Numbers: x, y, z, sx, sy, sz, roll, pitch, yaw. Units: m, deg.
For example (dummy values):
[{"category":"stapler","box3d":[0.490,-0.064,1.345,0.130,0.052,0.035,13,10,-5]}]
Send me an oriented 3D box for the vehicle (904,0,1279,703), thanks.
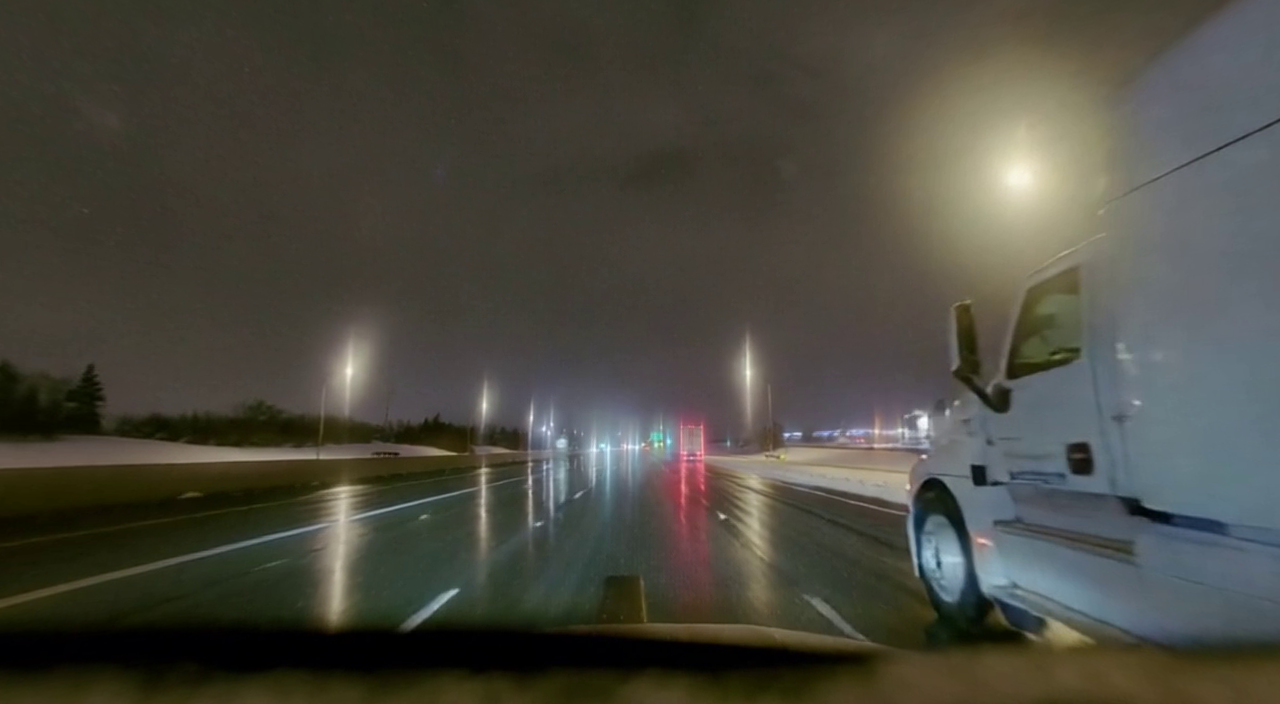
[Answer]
[{"category":"vehicle","box3d":[3.457,-0.530,0.457,2.998,3.820,8.356,0,-9,1]}]
